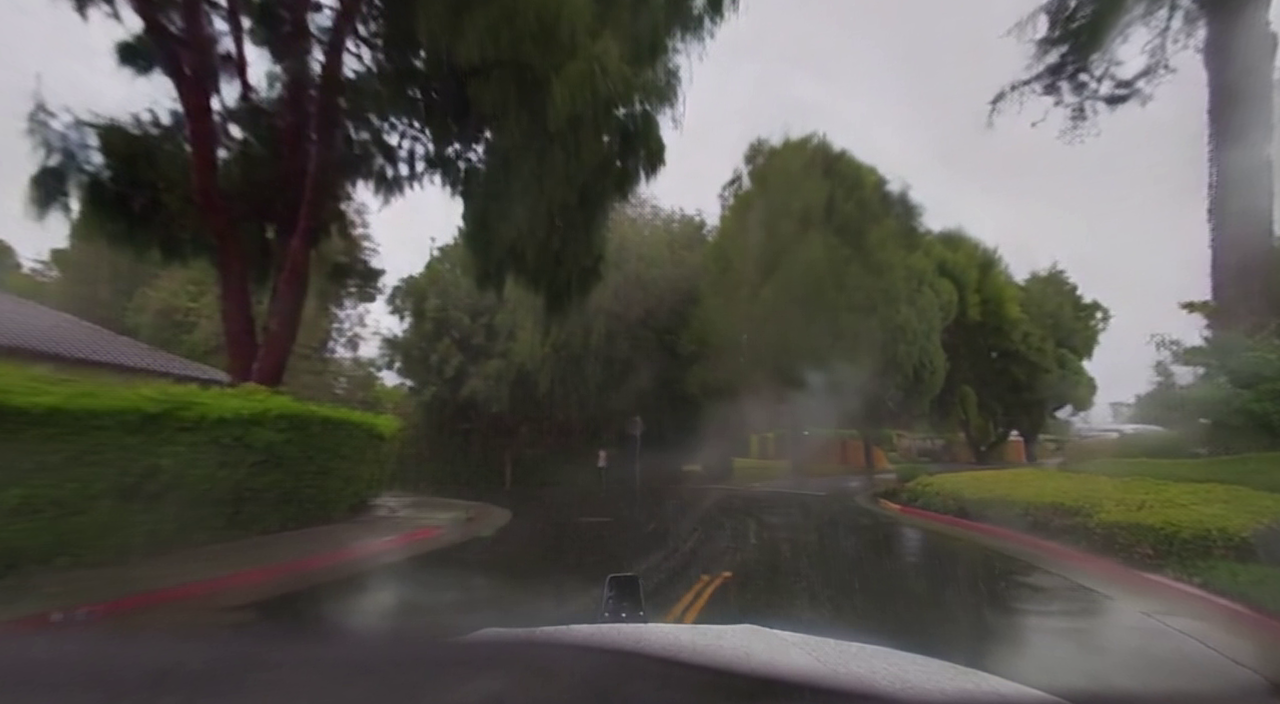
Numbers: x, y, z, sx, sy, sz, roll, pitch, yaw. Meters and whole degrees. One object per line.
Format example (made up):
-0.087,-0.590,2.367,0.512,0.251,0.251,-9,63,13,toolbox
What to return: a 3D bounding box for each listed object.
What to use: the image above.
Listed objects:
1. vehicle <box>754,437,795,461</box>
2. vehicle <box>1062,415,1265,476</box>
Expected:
9.487,6.846,44.693,1.802,1.548,3.501,3,-8,-7,vehicle
16.791,3.071,20.673,2.023,1.756,4.799,2,-9,-10,vehicle
